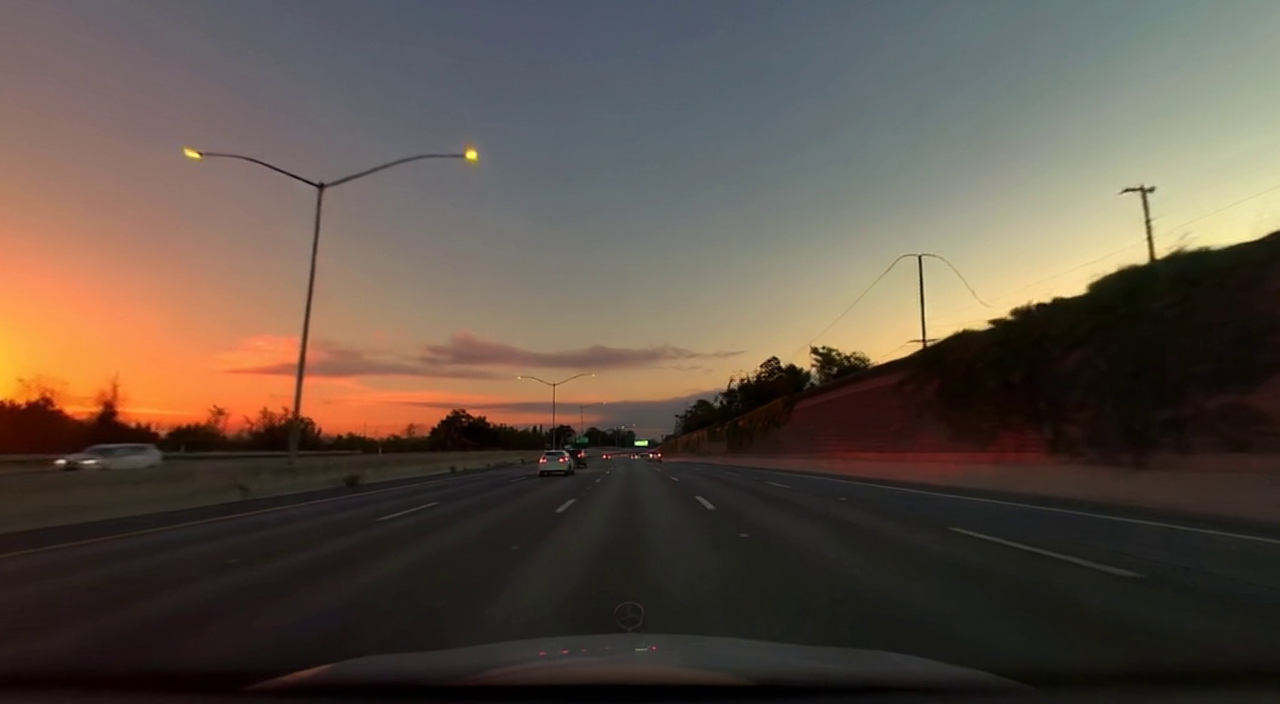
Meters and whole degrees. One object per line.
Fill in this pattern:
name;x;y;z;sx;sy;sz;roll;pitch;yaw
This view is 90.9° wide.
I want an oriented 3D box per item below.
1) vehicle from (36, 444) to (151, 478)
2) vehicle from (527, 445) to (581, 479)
vehicle;-29.555;5.894;34.355;2.013;1.695;4.746;-1;-8;0
vehicle;-4.080;5.277;30.537;2.014;1.481;4.156;-1;-8;1
